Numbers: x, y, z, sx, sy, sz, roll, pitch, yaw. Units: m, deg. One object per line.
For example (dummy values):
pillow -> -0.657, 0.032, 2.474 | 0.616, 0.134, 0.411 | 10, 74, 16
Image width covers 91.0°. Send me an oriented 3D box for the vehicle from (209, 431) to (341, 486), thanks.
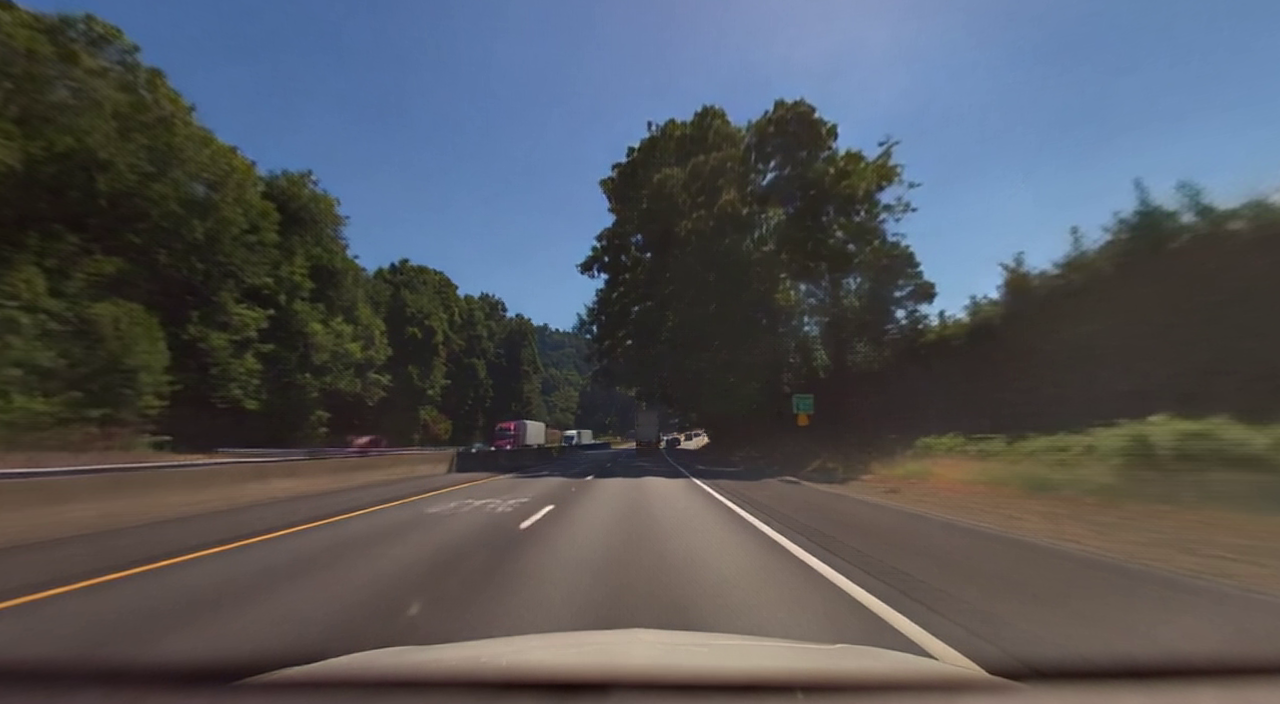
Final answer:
vehicle -> -13.504, 3.940, 23.717 | 2.196, 1.819, 4.662 | 0, -8, -1
